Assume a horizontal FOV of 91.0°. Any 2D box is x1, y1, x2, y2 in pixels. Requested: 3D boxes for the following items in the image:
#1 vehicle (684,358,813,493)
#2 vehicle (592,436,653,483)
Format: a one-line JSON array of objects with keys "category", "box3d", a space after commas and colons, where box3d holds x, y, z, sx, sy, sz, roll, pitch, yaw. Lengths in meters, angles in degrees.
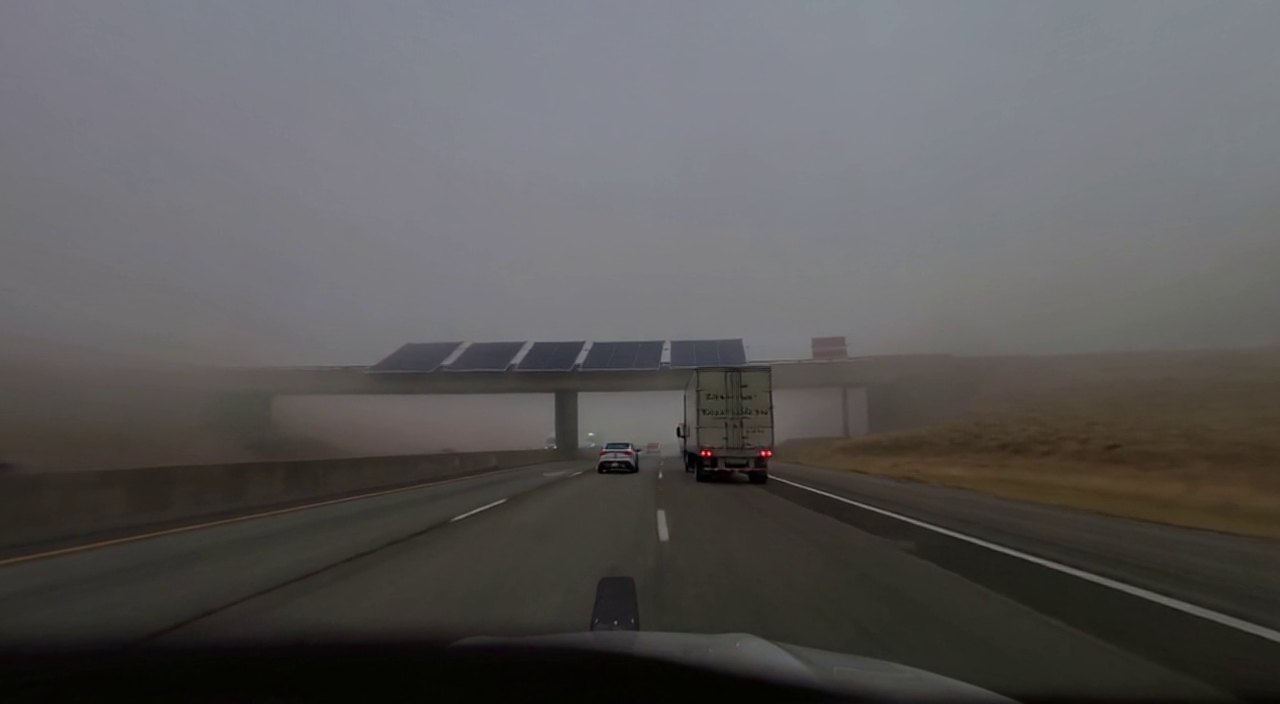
[{"category": "vehicle", "box3d": [3.261, 2.690, 22.004, 2.967, 3.633, 10.015, -1, -8, 2]}, {"category": "vehicle", "box3d": [-0.567, 4.065, 24.106, 2.066, 1.581, 4.268, -1, -8, 2]}]
